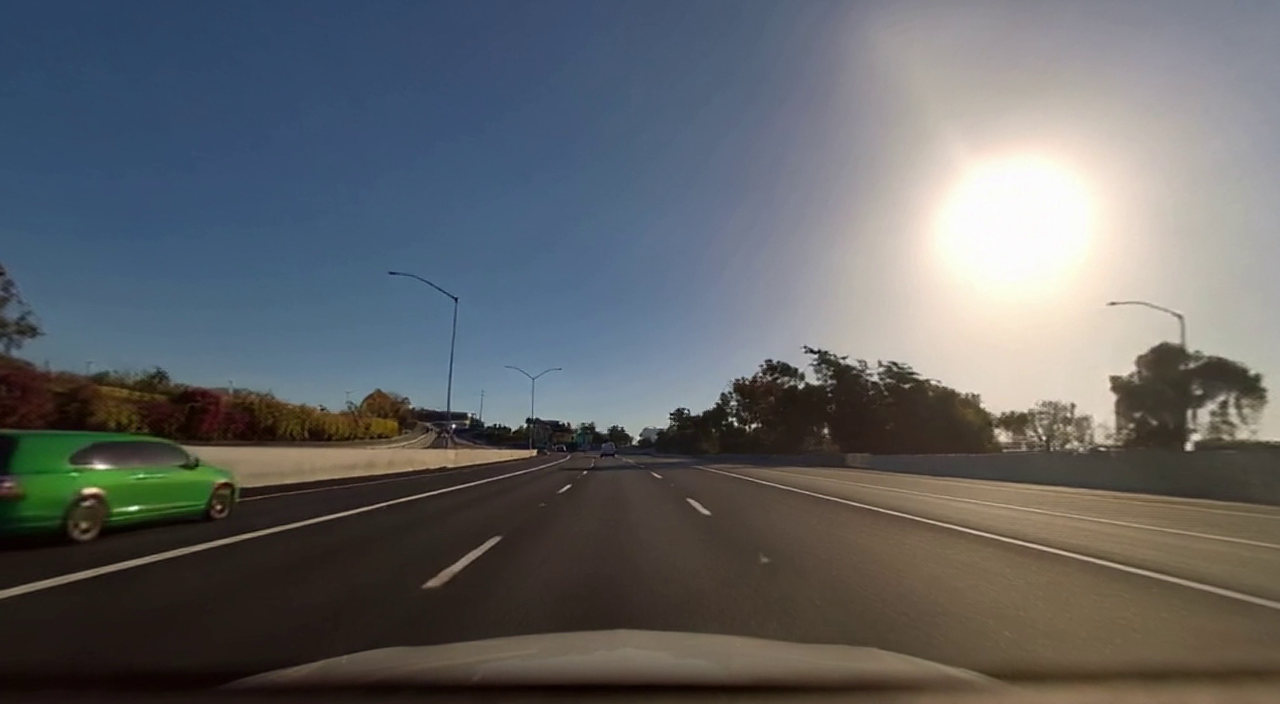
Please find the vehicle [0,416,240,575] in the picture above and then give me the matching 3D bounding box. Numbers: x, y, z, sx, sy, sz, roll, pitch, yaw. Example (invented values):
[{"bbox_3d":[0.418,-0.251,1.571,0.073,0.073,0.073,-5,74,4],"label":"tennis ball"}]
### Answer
[{"bbox_3d":[-7.549,1.752,8.287,1.924,1.601,4.115,0,-9,-1],"label":"vehicle"}]
